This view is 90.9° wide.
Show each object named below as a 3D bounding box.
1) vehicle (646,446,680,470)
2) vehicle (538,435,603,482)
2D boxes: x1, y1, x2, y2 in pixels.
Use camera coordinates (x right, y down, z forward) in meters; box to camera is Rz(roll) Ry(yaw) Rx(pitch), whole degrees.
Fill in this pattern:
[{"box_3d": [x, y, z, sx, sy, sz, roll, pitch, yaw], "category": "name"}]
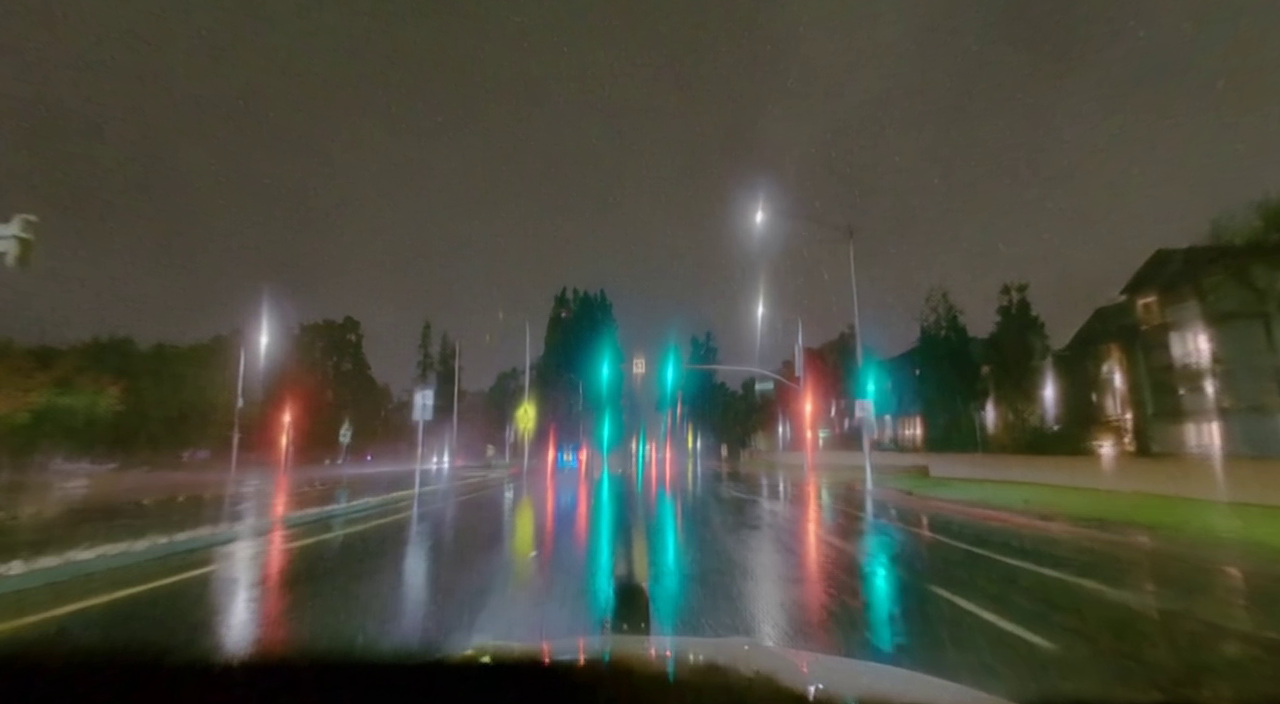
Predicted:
[{"box_3d": [1.492, 7.056, 42.032, 2.075, 1.480, 3.920, 0, -8, -1], "category": "vehicle"}, {"box_3d": [-2.836, 4.463, 26.655, 2.150, 1.812, 4.423, 0, -8, 1], "category": "vehicle"}]
